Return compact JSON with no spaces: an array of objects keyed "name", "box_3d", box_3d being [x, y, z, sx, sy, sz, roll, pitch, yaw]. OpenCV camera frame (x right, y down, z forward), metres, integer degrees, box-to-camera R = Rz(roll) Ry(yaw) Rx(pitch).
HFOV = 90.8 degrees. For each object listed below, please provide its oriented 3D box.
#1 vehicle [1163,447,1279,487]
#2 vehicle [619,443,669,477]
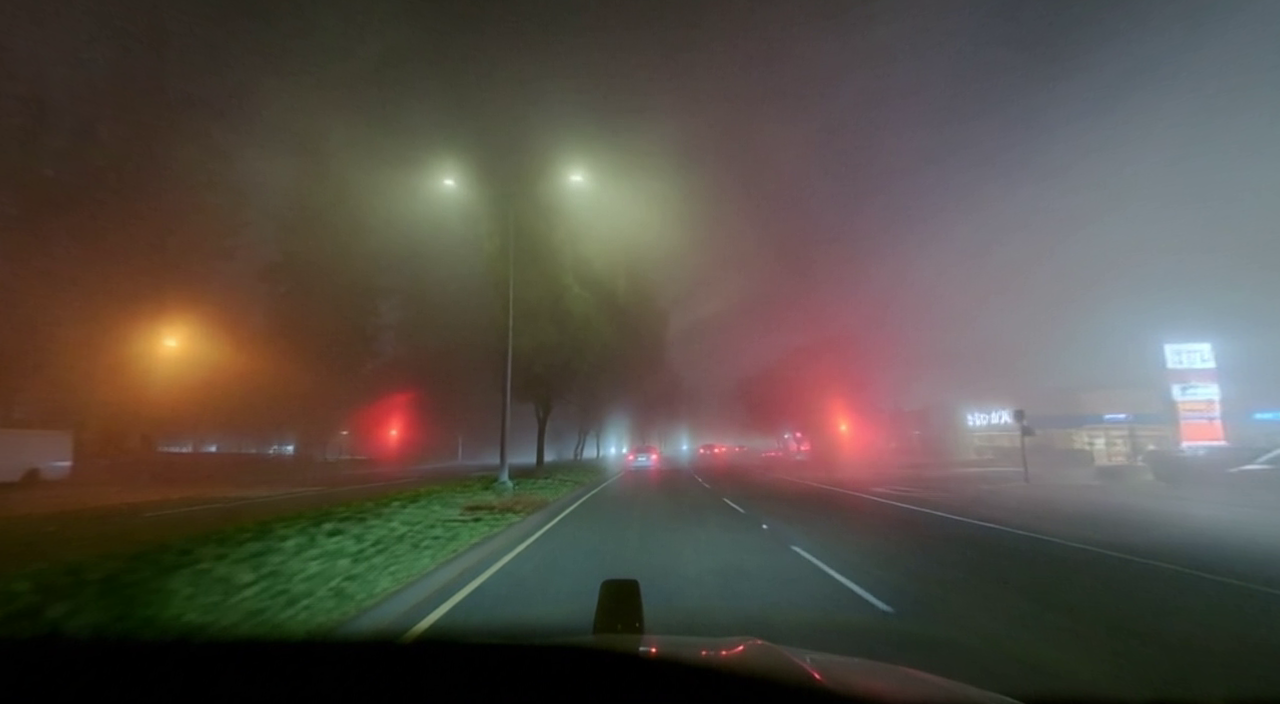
[{"name":"vehicle","box_3d":[21.274,4.053,22.338,4.016,1.329,1.702,0,-10,-3]},{"name":"vehicle","box_3d":[0.267,4.890,28.916,2.095,1.456,3.873,-1,-8,3]}]
